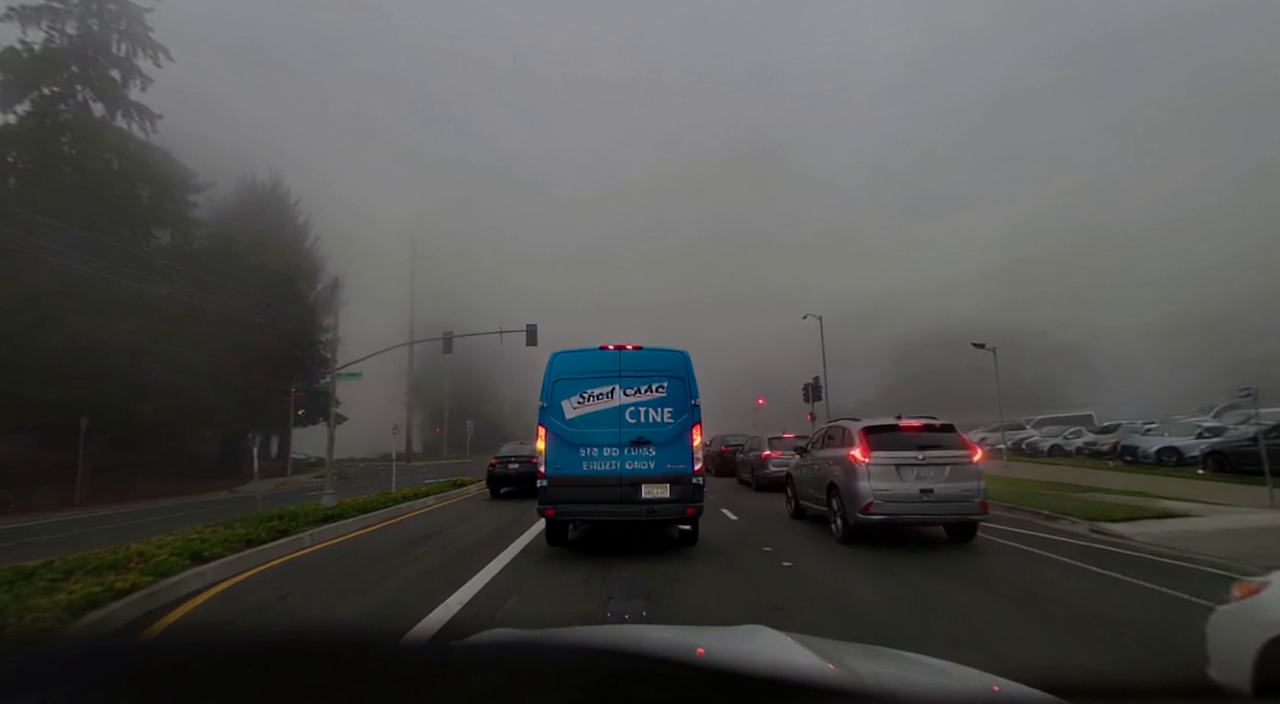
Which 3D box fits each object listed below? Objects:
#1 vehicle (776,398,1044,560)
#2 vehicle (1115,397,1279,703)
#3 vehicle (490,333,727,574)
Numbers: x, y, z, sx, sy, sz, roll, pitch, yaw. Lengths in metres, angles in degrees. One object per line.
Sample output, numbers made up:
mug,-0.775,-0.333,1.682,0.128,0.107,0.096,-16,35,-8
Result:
vehicle,3.431,1.702,9.124,1.965,1.771,4.295,0,-8,0
vehicle,3.406,0.702,0.896,1.951,1.483,4.582,0,-8,1
vehicle,-0.267,1.389,9.091,2.422,2.488,4.992,0,-8,1
